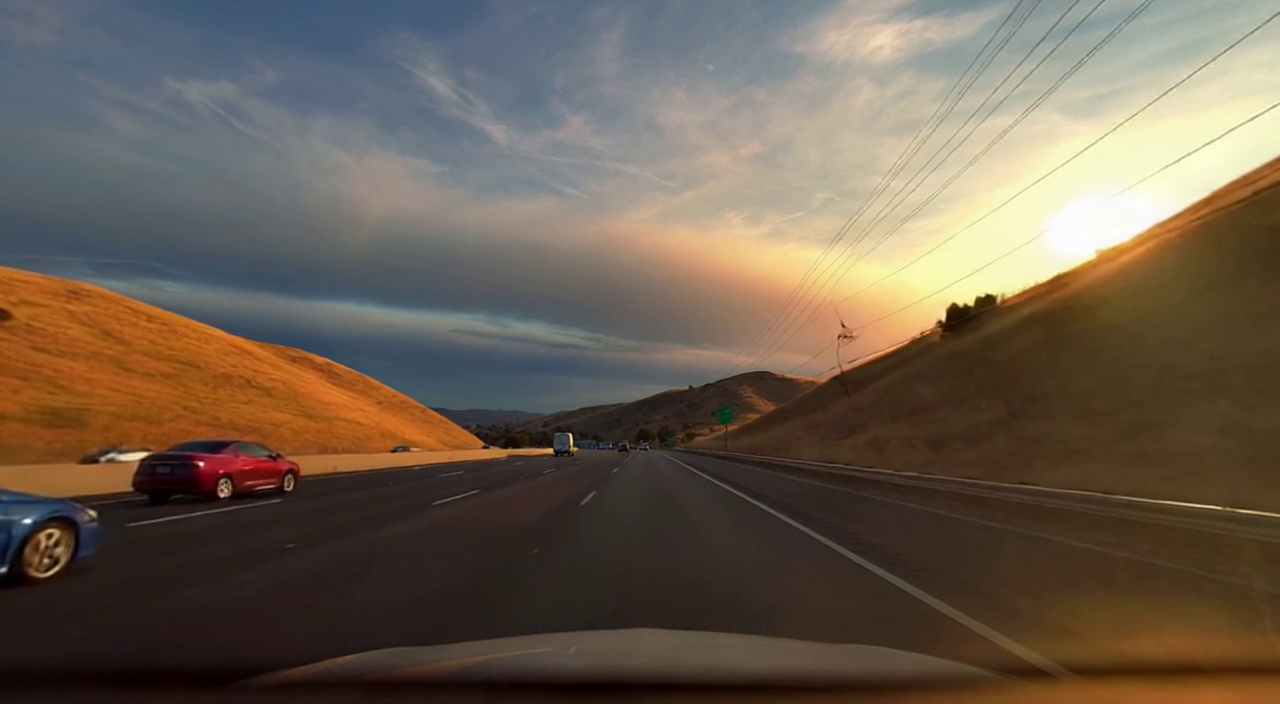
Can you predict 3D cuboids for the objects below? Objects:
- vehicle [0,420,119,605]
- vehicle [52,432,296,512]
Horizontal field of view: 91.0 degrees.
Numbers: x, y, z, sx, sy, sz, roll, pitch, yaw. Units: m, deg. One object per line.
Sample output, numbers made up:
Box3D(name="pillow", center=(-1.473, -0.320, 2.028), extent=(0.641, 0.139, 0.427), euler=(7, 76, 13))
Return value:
Box3D(name="vehicle", center=(-6.184, 1.097, 3.820), extent=(1.955, 1.469, 4.554), euler=(0, -8, 4))
Box3D(name="vehicle", center=(-10.642, 2.749, 15.023), extent=(1.971, 1.558, 4.847), euler=(0, -8, 2))
